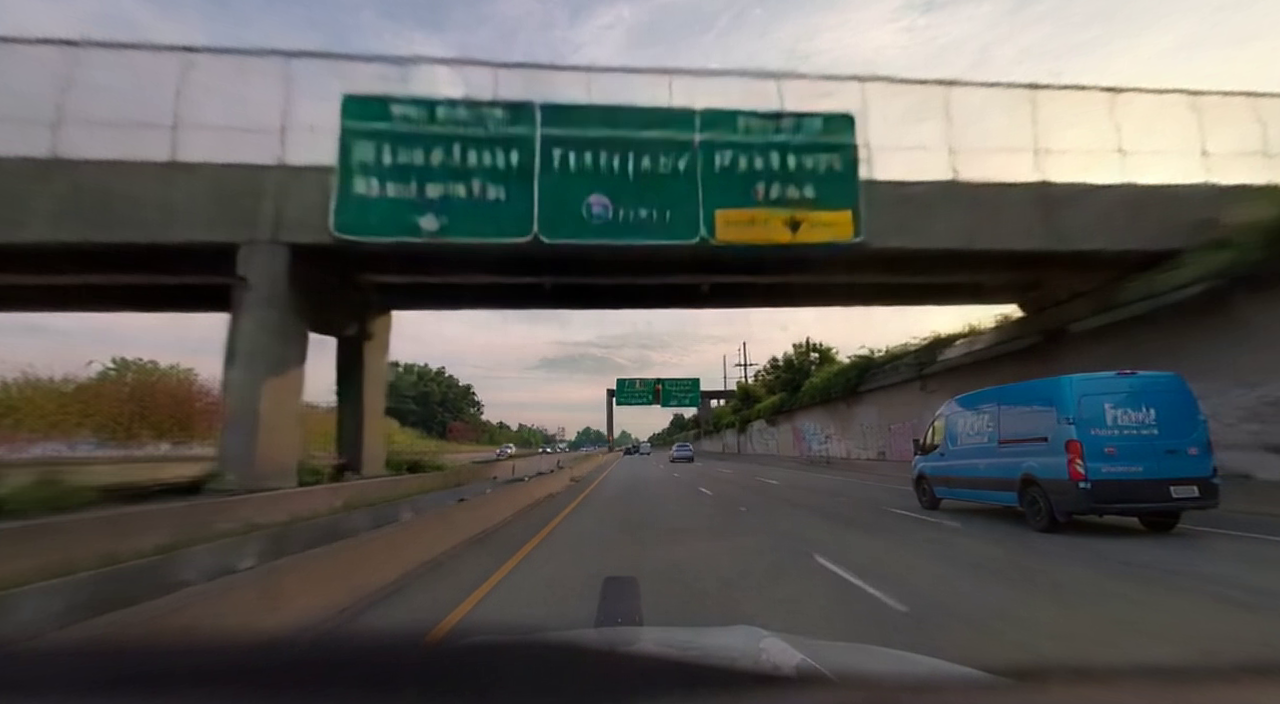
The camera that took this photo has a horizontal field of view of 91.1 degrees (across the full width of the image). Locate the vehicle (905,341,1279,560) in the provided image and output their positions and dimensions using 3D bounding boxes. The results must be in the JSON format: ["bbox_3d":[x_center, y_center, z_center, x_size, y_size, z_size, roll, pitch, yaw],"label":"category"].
[{"bbox_3d":[6.933,1.605,10.538,2.283,2.631,5.719,0,-9,-2],"label":"vehicle"}]

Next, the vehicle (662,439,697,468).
[{"bbox_3d":[2.811,7.402,45.814,2.007,1.943,5.010,0,-9,-3],"label":"vehicle"}]
